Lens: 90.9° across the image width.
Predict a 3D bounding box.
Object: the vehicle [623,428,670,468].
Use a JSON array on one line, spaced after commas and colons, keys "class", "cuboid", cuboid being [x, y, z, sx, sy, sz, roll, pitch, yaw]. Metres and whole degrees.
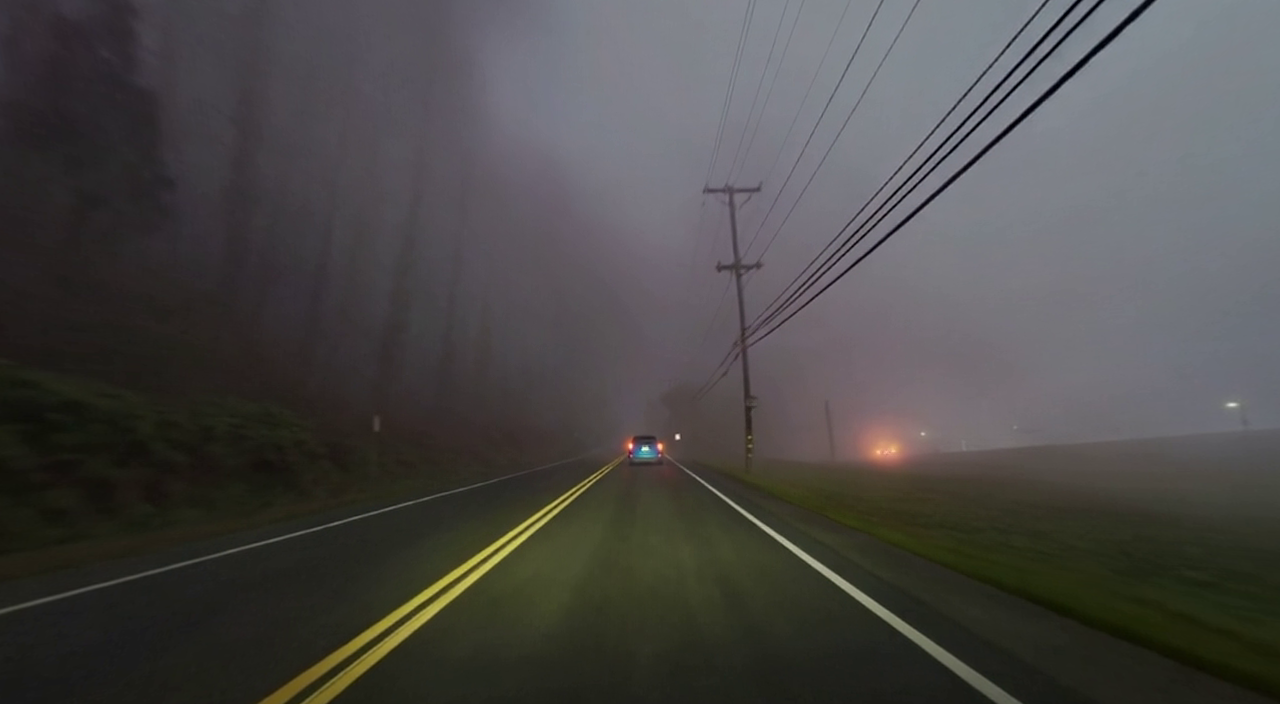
[{"class": "vehicle", "cuboid": [0.325, 5.369, 35.420, 2.468, 2.056, 4.422, 0, -8, 0]}]
